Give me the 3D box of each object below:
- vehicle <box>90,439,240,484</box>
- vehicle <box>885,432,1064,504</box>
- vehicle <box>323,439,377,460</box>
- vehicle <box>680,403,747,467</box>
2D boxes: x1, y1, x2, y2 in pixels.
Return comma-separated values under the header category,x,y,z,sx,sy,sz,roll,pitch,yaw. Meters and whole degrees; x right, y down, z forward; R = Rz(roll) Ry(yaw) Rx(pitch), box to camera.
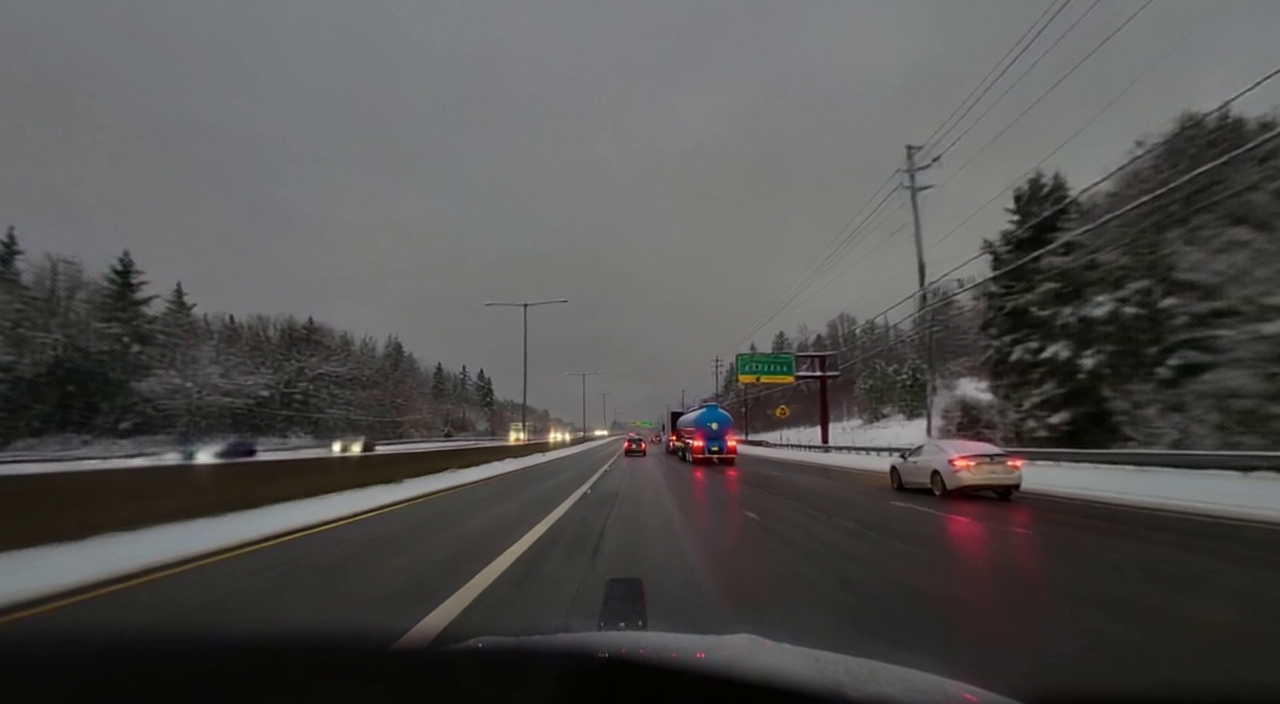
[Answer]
category,x,y,z,sx,sy,sz,roll,pitch,yaw
vehicle,-17.404,4.015,23.458,2.076,1.488,4.533,0,-8,0
vehicle,7.941,2.786,15.598,1.905,1.480,4.624,0,-8,0
vehicle,-21.379,7.212,46.723,1.890,1.474,4.461,0,-8,0
vehicle,3.915,4.737,35.516,2.791,3.179,8.074,0,-8,0
